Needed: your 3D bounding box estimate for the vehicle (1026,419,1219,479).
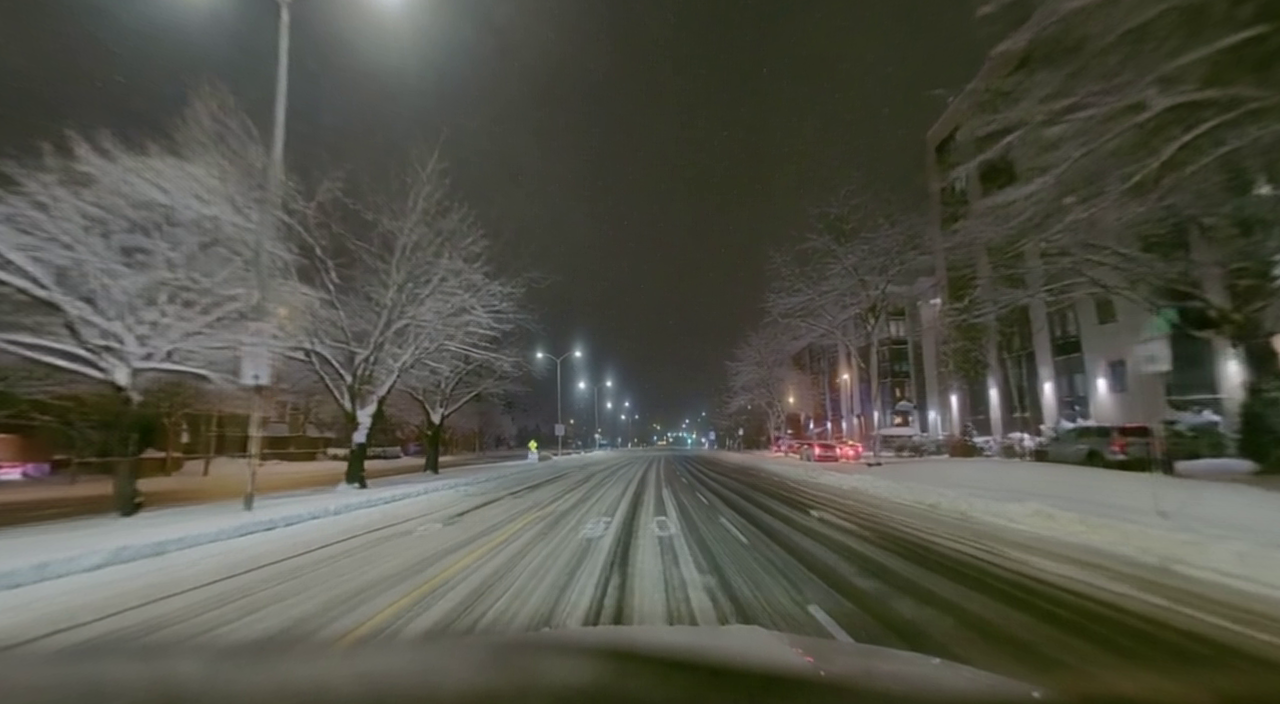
[{"bbox_3d":[13.611,2.791,18.256,1.879,1.507,4.836,0,-8,2],"label":"vehicle"}]
